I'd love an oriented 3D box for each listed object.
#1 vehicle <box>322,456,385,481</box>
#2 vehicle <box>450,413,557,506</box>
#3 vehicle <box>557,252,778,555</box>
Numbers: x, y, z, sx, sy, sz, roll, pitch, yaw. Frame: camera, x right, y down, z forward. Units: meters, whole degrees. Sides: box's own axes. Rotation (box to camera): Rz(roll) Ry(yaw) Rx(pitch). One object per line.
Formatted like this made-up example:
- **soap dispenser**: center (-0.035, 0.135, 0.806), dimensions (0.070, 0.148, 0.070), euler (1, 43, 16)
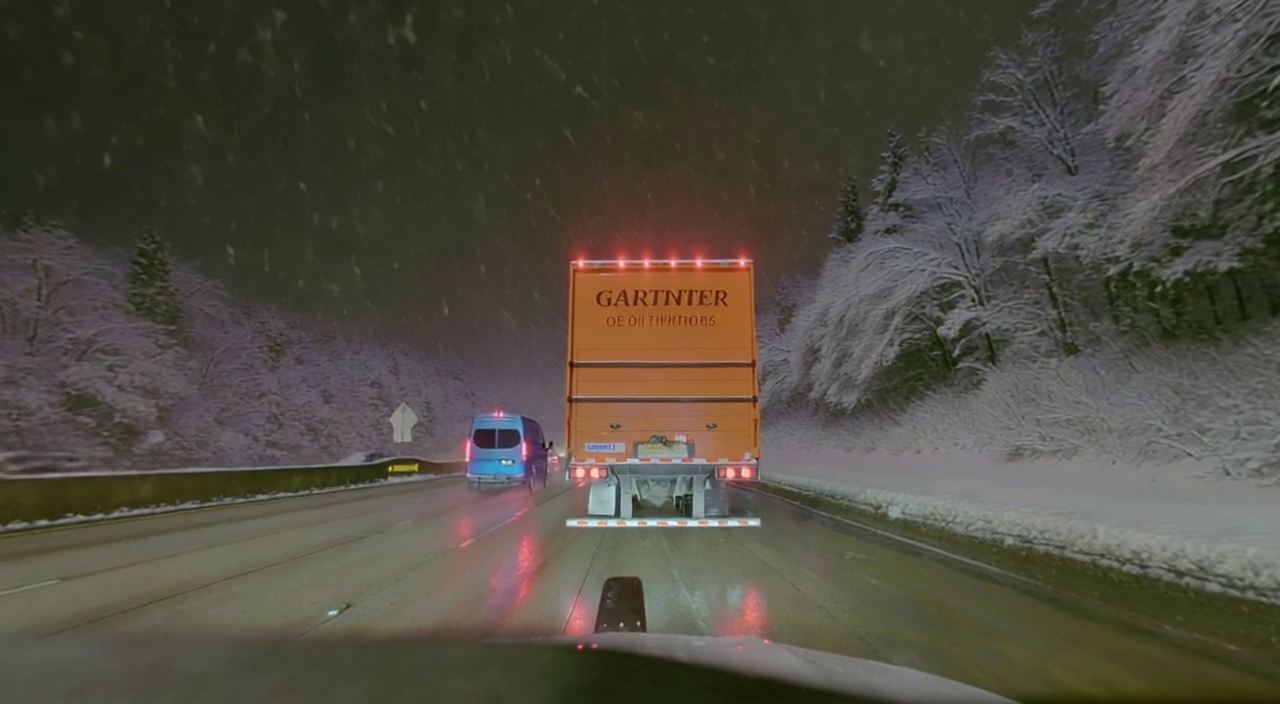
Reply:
- **vehicle**: center (-19.613, 7.964, 43.455), dimensions (1.963, 1.545, 4.717), euler (0, -9, 2)
- **vehicle**: center (-4.062, 3.330, 19.810), dimensions (2.208, 2.522, 5.187), euler (0, -9, 0)
- **vehicle**: center (0.422, 1.451, 13.681), dimensions (2.853, 4.054, 10.557), euler (0, -9, 1)
